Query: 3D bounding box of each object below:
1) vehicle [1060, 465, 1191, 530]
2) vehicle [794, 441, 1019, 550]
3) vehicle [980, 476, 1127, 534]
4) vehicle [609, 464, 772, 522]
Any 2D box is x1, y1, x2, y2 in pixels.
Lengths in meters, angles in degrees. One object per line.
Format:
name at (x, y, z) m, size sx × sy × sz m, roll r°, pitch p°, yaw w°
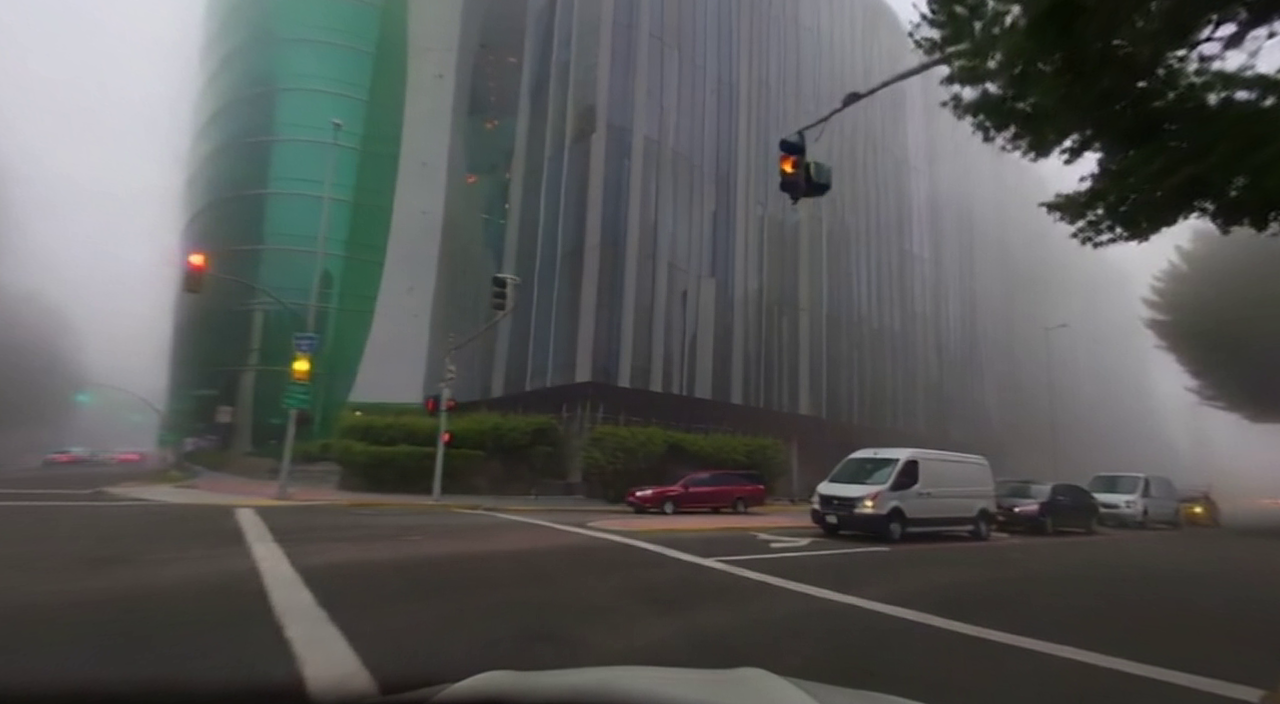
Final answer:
vehicle at (17.380, 5.091, 22.508) m, size 4.884 × 2.024 × 2.148 m, roll 8°, pitch -13°, yaw -35°
vehicle at (6.108, 3.160, 14.229) m, size 5.252 × 2.013 × 2.104 m, roll 8°, pitch -14°, yaw -35°
vehicle at (12.313, 4.452, 18.693) m, size 4.632 × 1.495 × 1.853 m, roll 7°, pitch -14°, yaw -34°
vehicle at (1.511, 3.988, 18.169) m, size 4.470 × 1.472 × 1.868 m, roll 8°, pitch -13°, yaw -34°
